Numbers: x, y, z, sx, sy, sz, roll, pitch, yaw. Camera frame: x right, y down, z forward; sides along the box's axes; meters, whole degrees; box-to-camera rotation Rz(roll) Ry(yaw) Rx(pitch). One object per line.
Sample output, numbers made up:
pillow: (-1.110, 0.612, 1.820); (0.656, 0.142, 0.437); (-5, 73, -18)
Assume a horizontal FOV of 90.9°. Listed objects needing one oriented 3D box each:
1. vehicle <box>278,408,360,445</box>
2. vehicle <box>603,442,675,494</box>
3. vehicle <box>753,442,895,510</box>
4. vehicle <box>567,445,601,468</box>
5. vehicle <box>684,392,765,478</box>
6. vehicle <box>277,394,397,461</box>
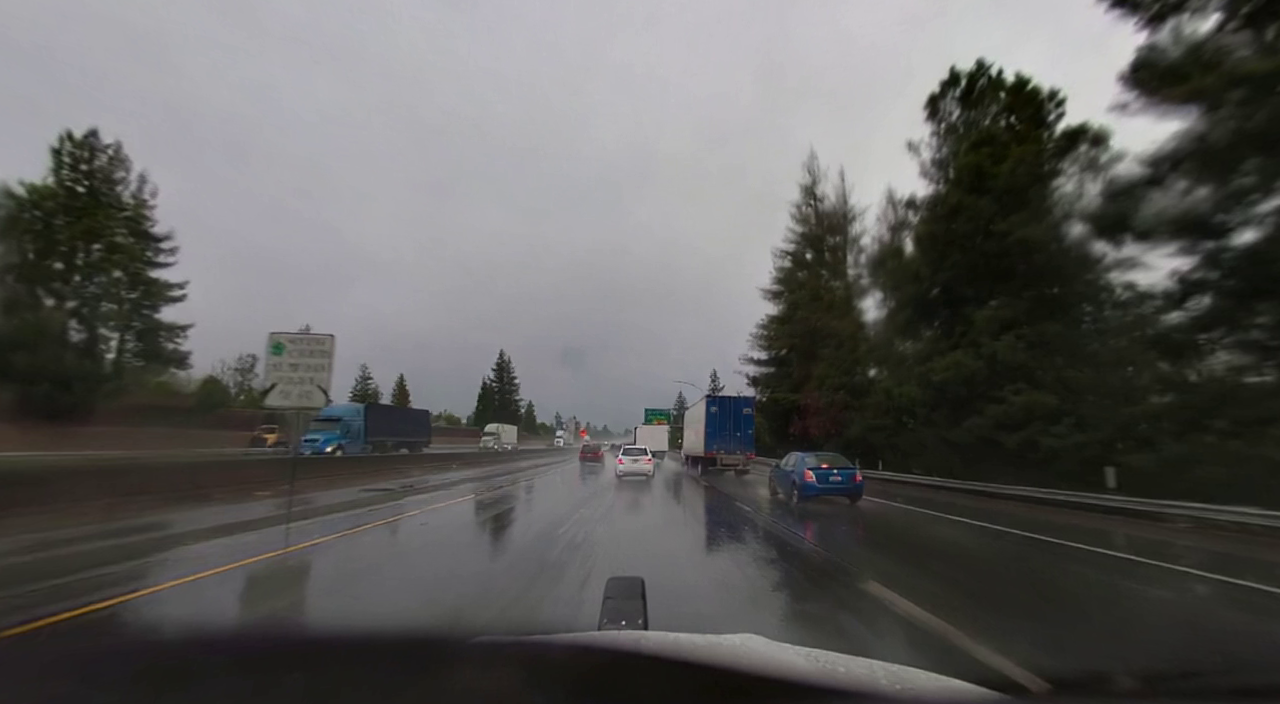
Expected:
vehicle: (-20.039, 4.743, 39.663); (2.268, 2.025, 5.234); (-1, -10, 1)
vehicle: (-0.033, 3.718, 20.523); (2.089, 1.516, 4.191); (0, -9, 0)
vehicle: (4.186, 2.903, 15.191); (2.037, 1.377, 4.407); (0, -9, -1)
vehicle: (-3.762, 7.150, 43.300); (1.913, 1.444, 4.360); (0, -9, 0)
vehicle: (4.495, 5.013, 36.933); (2.877, 4.035, 13.897); (0, -9, 0)
vehicle: (-19.894, 5.259, 42.398); (2.933, 3.979, 10.057); (0, -9, 0)
